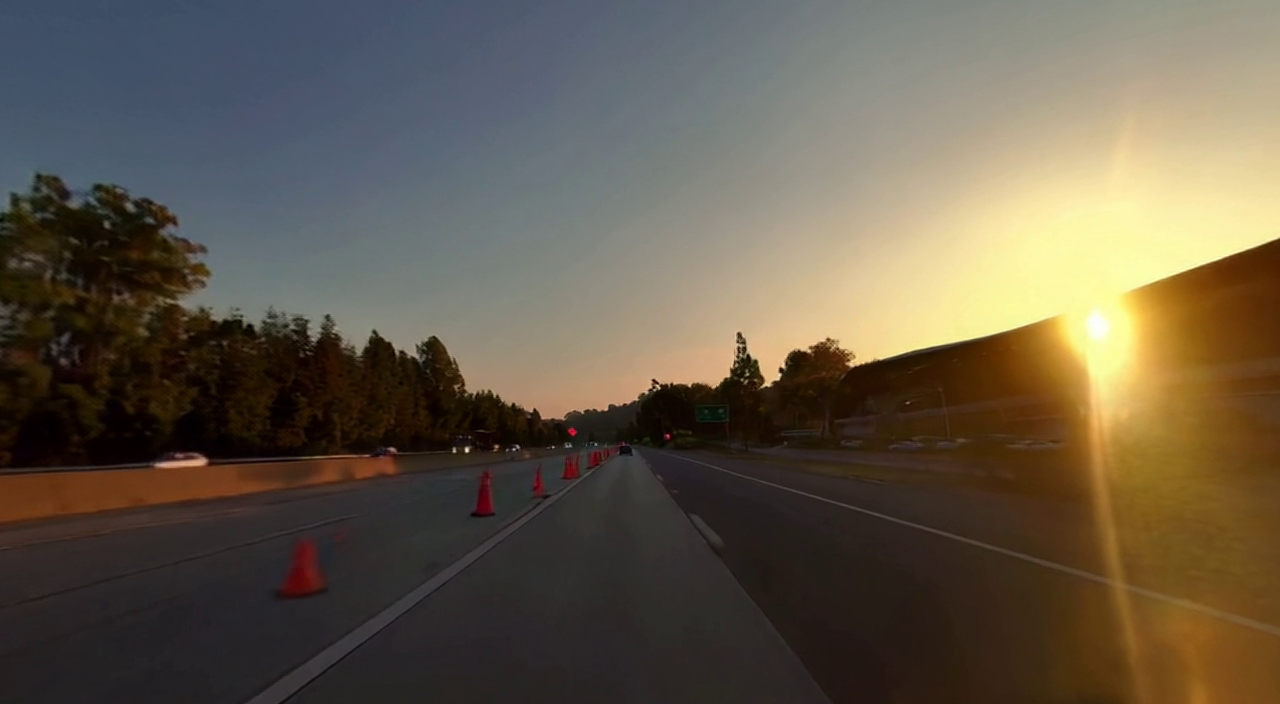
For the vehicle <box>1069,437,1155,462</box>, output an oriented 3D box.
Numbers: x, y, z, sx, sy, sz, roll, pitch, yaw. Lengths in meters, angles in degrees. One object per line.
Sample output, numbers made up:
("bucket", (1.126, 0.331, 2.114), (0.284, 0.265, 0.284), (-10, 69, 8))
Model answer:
("vehicle", (30.345, 6.269, 40.682), (4.050, 1.484, 1.837), (-1, -9, 0))
